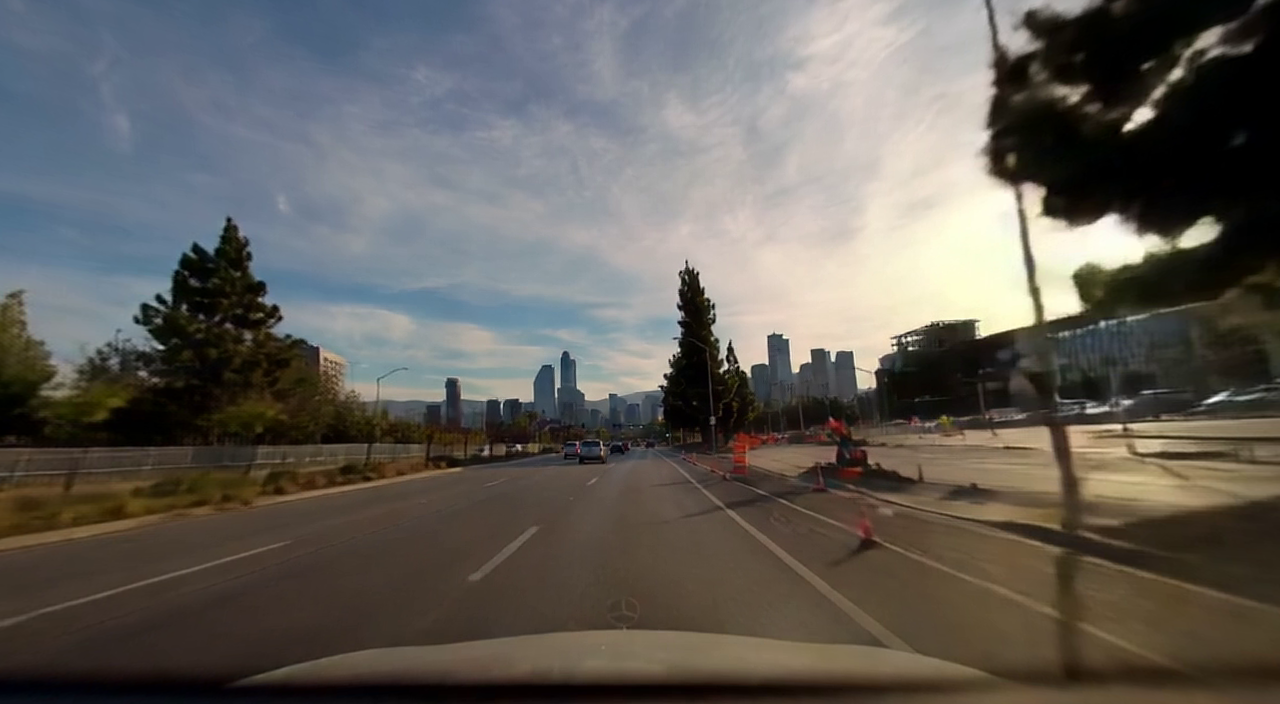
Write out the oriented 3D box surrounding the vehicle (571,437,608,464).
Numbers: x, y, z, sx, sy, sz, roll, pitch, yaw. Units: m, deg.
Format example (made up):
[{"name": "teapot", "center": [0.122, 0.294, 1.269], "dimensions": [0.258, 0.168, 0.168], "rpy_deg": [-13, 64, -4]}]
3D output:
[{"name": "vehicle", "center": [-3.345, 6.641, 42.687], "dimensions": [2.121, 1.654, 3.993], "rpy_deg": [0, -8, 0]}]
